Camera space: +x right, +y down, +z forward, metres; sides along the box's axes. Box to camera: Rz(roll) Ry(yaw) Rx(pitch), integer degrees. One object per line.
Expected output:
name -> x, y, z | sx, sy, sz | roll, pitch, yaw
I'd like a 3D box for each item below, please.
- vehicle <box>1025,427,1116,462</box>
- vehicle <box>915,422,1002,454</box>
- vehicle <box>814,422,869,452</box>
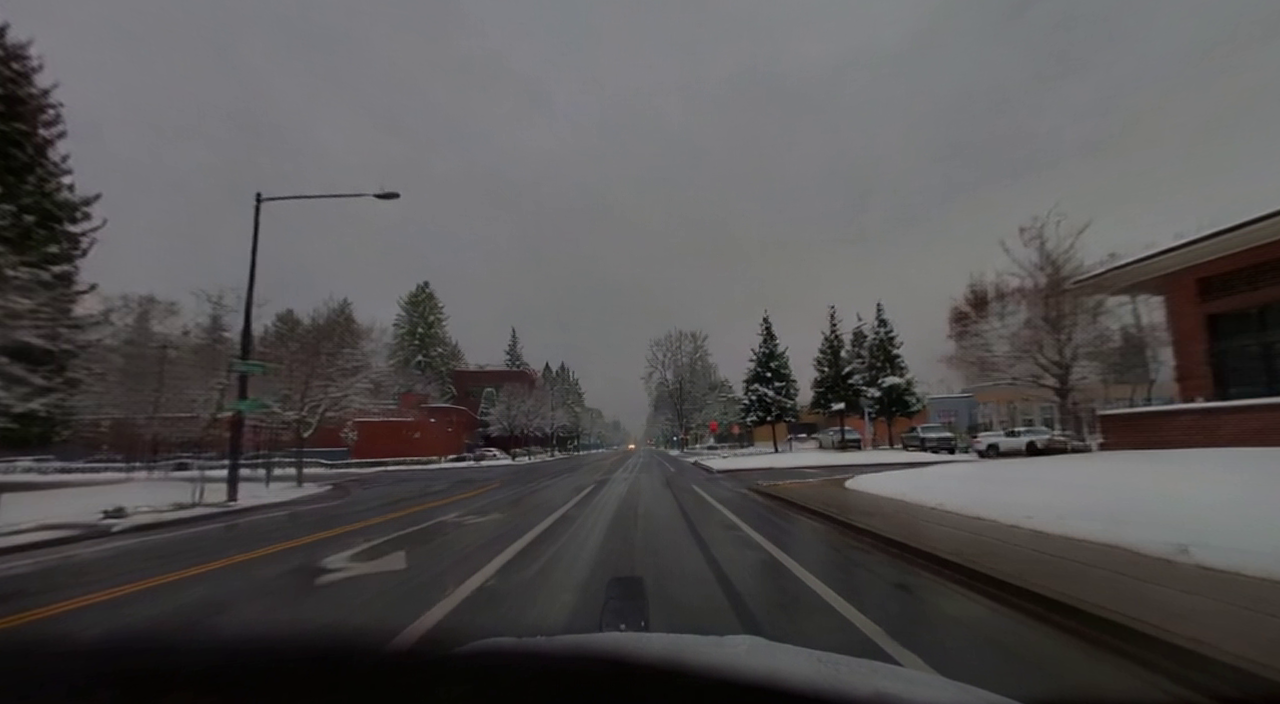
vehicle -> 20.691, 4.465, 30.504 | 1.766, 1.560, 3.695 | 0, -8, 0
vehicle -> 15.307, 4.193, 30.568 | 1.866, 1.420, 4.447 | 0, -9, 0
vehicle -> 11.891, 5.099, 37.531 | 2.036, 1.636, 4.995 | 0, -8, 5
